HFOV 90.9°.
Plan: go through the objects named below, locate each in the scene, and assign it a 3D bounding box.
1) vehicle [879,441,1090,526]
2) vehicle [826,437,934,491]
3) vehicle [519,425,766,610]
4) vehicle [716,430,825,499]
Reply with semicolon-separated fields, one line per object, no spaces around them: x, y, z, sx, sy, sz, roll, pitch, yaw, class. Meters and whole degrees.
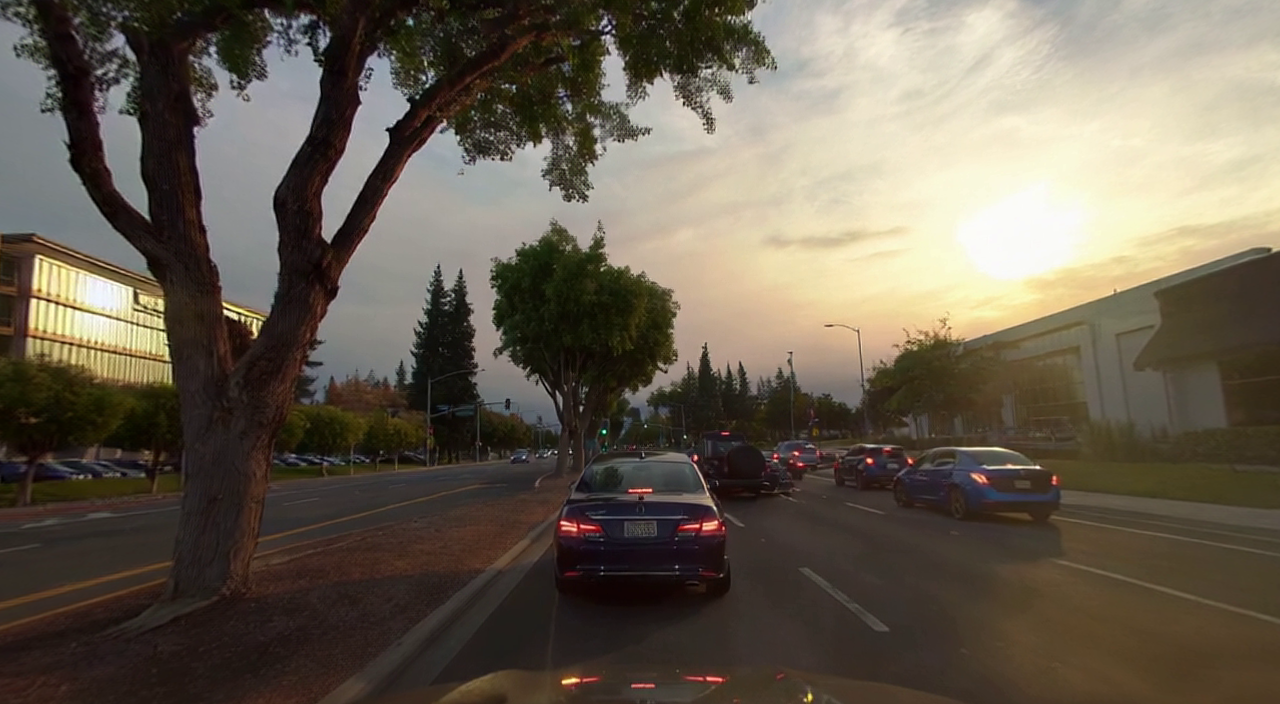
6.869;2.626;13.255;1.911;1.468;4.417;0;-8;0;vehicle
7.968;3.739;21.425;1.963;1.637;4.527;0;-8;1;vehicle
-0.015;1.653;7.319;1.977;1.465;4.376;0;-8;-1;vehicle
3.625;3.229;18.485;2.114;1.736;4.553;0;-8;-1;vehicle
